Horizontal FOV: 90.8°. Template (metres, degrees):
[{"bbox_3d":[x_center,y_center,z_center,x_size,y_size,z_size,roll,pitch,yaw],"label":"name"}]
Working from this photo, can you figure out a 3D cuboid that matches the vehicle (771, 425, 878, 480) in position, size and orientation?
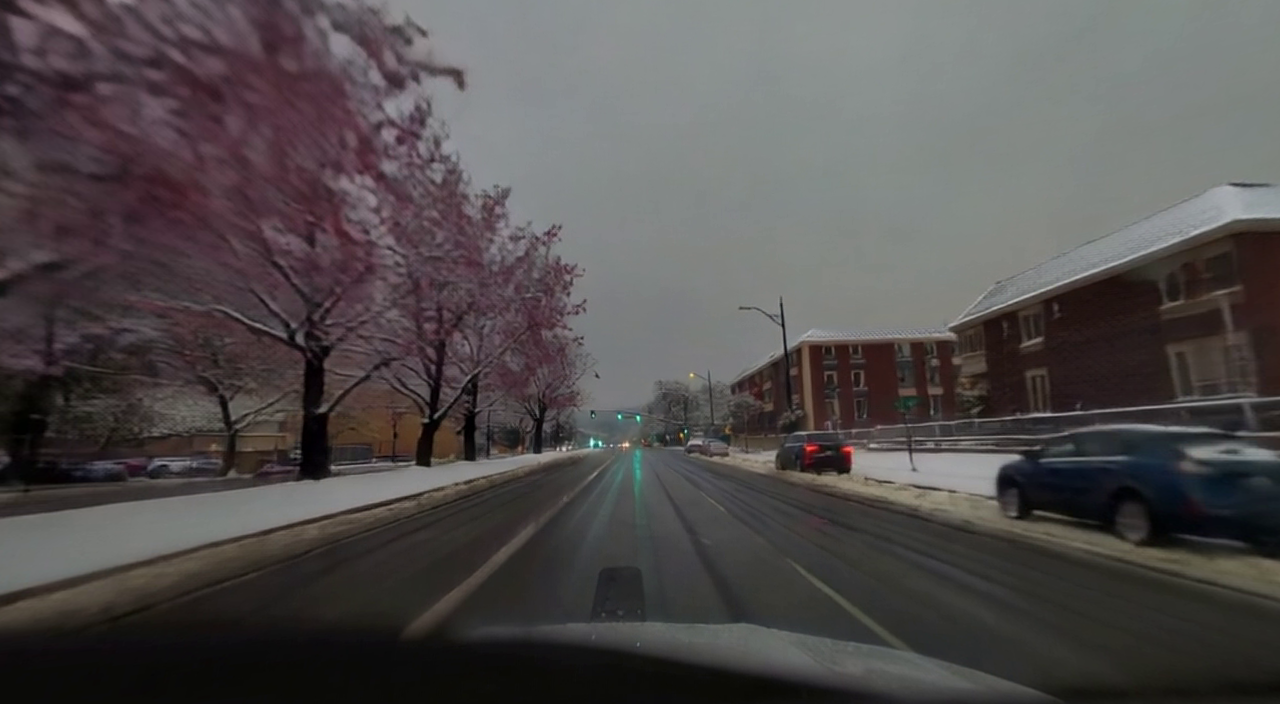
[{"bbox_3d":[6.933,3.868,24.496,2.450,1.892,5.107,0,-8,-2],"label":"vehicle"}]

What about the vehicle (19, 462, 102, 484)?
[{"bbox_3d":[-44.276,9.247,48.390,4.454,1.524,1.824,6,-11,-37],"label":"vehicle"}]

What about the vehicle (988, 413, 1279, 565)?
[{"bbox_3d":[7.247,1.816,9.122,1.940,1.647,4.309,0,-8,-1],"label":"vehicle"}]
